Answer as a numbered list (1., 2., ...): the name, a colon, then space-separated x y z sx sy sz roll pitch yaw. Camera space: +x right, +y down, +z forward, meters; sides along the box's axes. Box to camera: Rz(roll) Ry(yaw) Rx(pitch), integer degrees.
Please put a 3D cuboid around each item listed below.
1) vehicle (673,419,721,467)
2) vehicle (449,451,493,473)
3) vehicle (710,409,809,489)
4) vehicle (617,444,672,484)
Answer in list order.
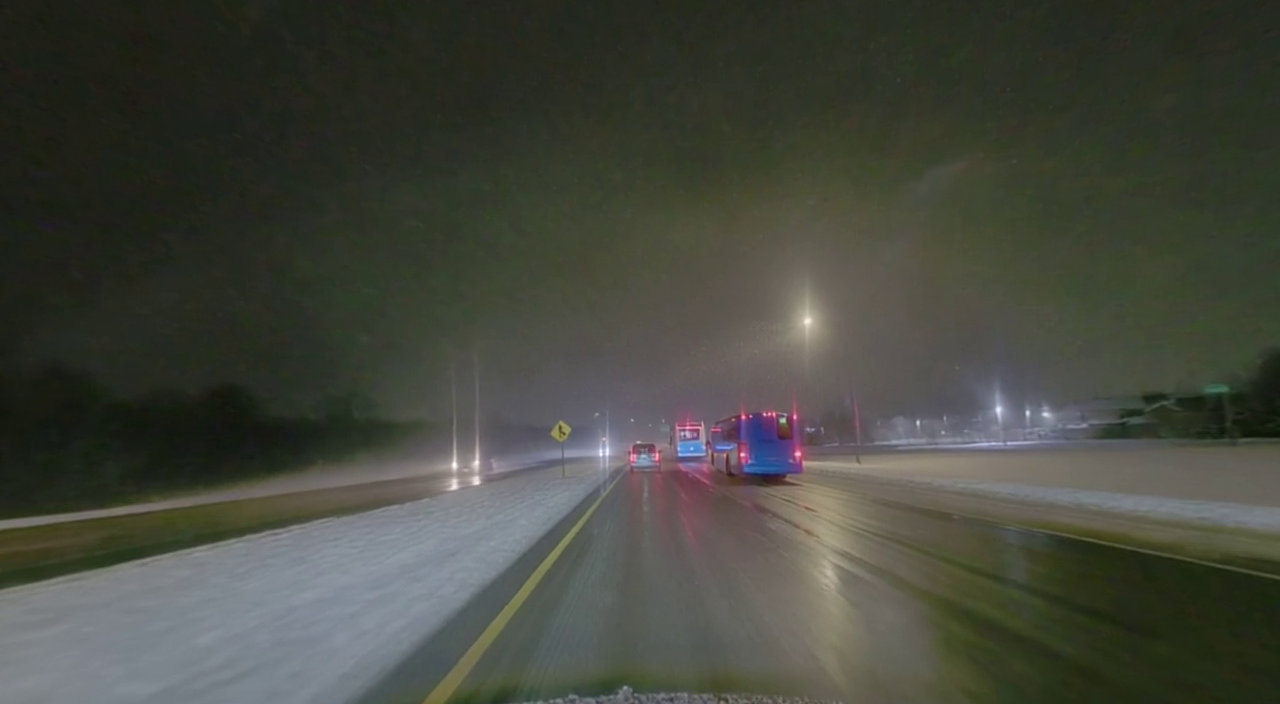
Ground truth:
1. vehicle: 4.295 7.127 49.090 2.883 3.358 7.942 0 -9 -1
2. vehicle: -12.345 8.062 46.372 2.025 1.546 4.069 0 -9 1
3. vehicle: 4.200 3.606 23.459 2.440 2.555 5.957 0 -9 -1
4. vehicle: 0.166 4.407 25.074 2.004 1.449 3.817 0 -9 0
